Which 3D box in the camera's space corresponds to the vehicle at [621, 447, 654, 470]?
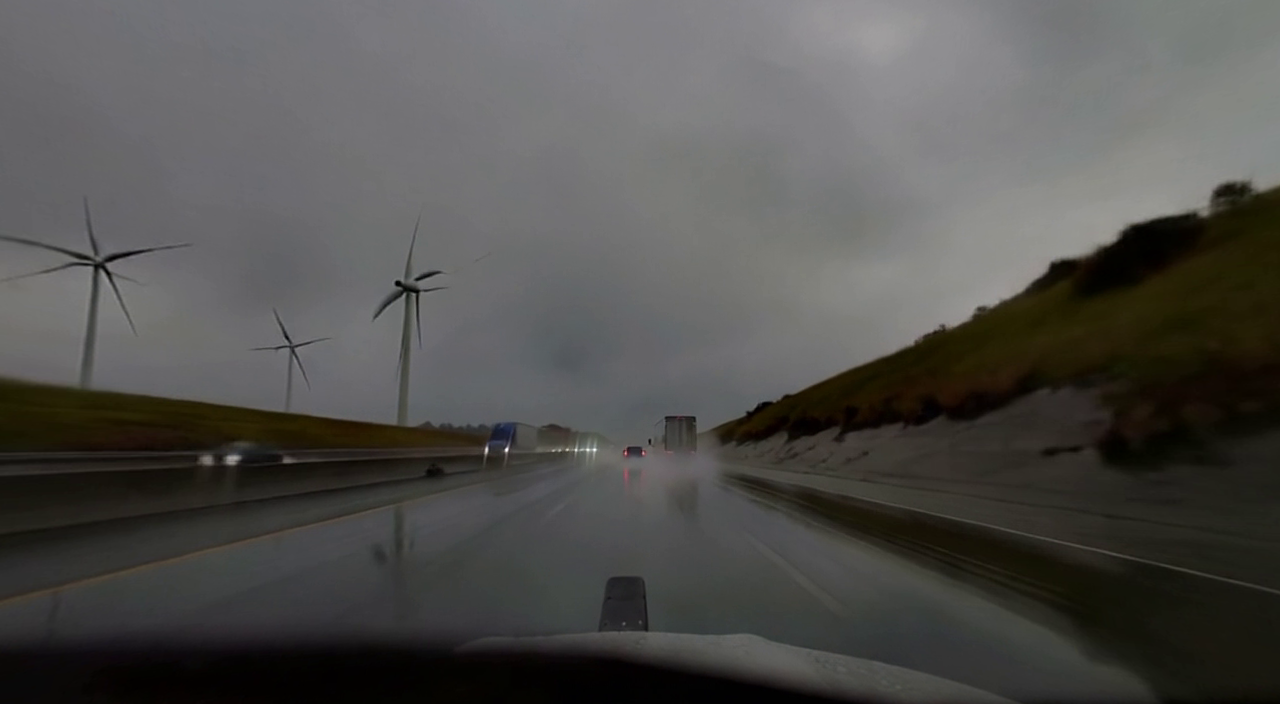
[{"bbox_3d":[-0.190,7.265,43.150,2.209,1.453,3.695,0,-9,-1],"label":"vehicle"}]
